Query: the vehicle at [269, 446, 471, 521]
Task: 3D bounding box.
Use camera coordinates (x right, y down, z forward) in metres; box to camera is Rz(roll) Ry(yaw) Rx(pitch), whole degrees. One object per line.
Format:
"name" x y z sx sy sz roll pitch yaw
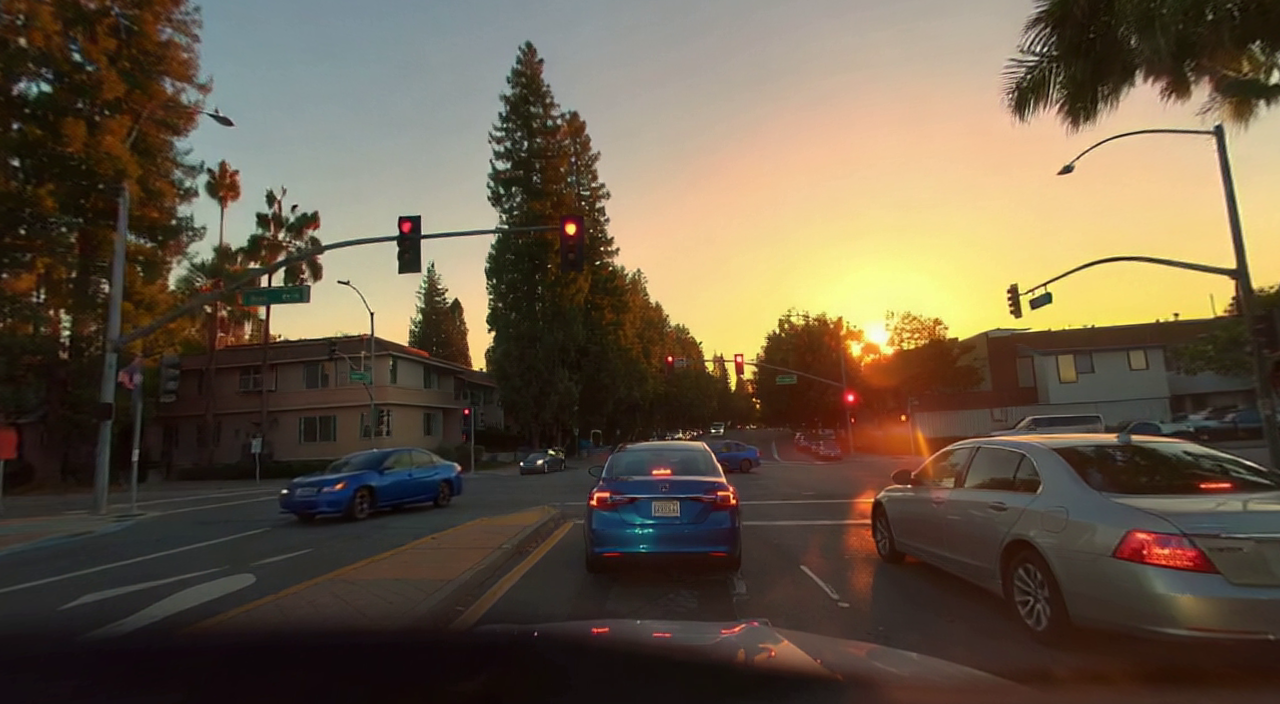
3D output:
"vehicle" -6.211 3.013 15.131 1.854 1.490 4.229 -4 -9 25

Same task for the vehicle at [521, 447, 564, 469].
"vehicle" -6.916 7.582 45.308 2.093 1.476 4.278 -1 -9 4

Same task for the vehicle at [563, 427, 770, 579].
"vehicle" 0.304 1.819 8.339 2.090 1.505 3.756 -1 -9 1

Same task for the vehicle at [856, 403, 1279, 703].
"vehicle" 3.658 1.340 5.439 1.888 1.486 4.681 0 -9 0
